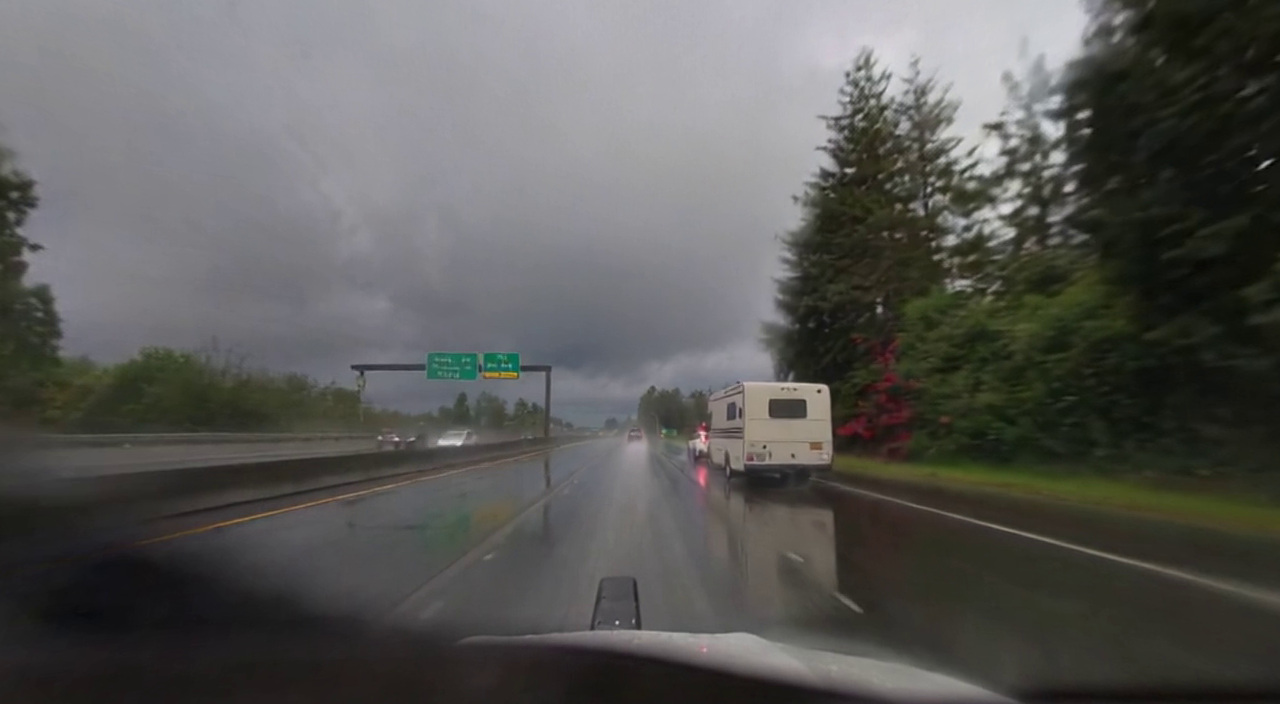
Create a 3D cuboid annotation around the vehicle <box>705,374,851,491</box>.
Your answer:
[{"bbox_3d":[3.473,2.207,17.336,2.590,2.680,5.445,0,-7,-2],"label":"vehicle"}]
